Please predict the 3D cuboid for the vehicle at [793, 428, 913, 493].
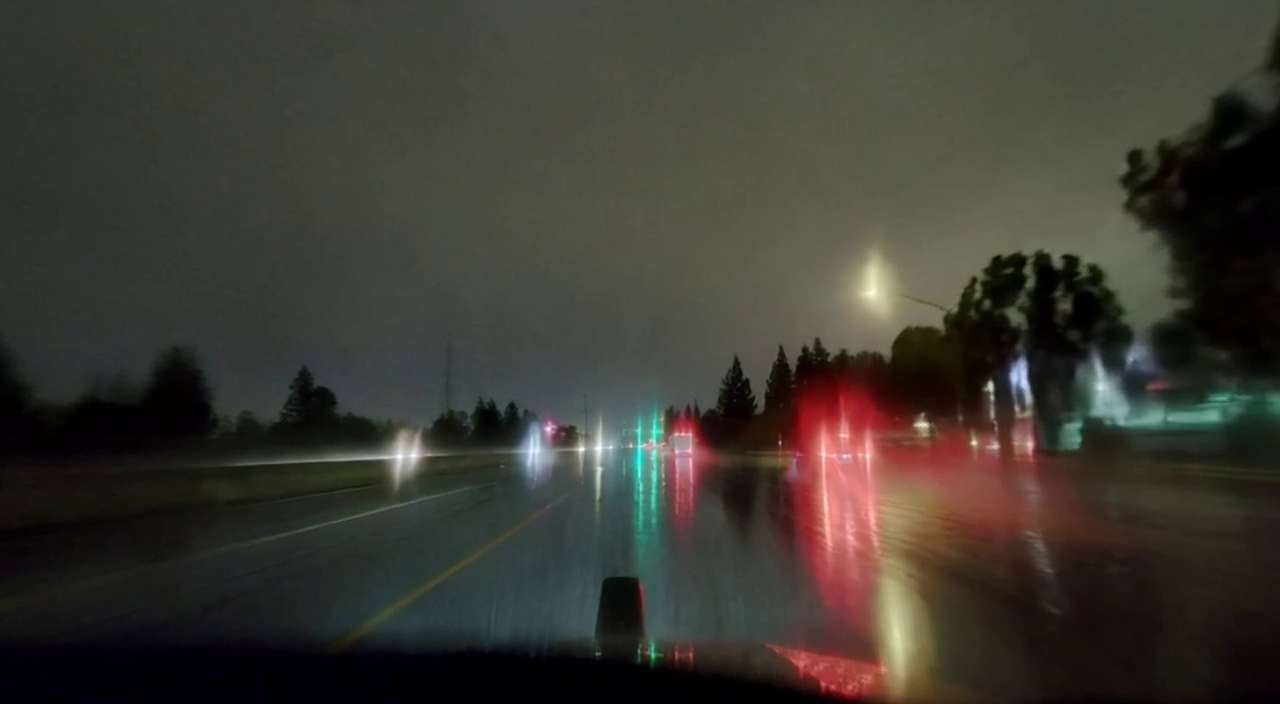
[{"bbox_3d":[6.397,3.332,19.614,2.096,1.767,4.601,0,-9,0],"label":"vehicle"}]
